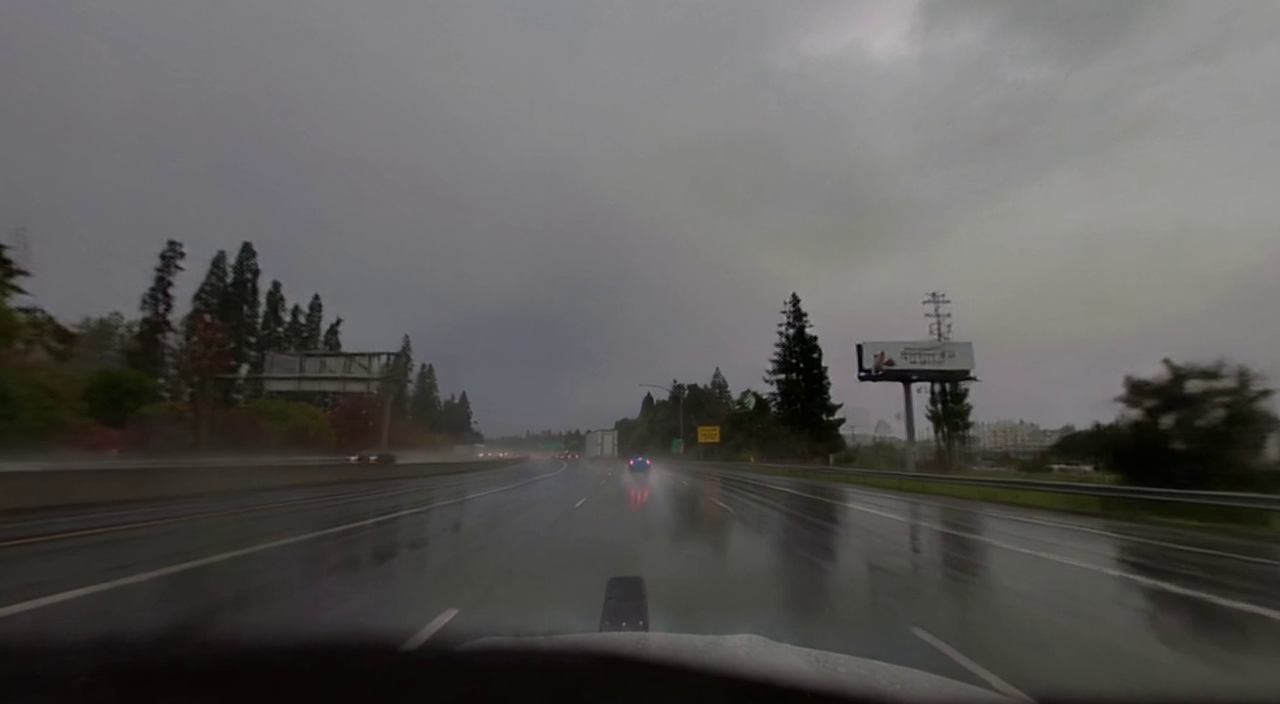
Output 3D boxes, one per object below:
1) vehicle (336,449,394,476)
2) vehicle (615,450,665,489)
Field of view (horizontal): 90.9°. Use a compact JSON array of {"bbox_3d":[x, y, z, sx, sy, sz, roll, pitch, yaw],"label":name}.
[{"bbox_3d":[-18.731,7.496,43.173,2.028,1.686,4.725,0,-8,-3],"label":"vehicle"},{"bbox_3d":[-0.037,5.163,28.073,2.042,1.528,4.300,0,-8,-1],"label":"vehicle"}]
